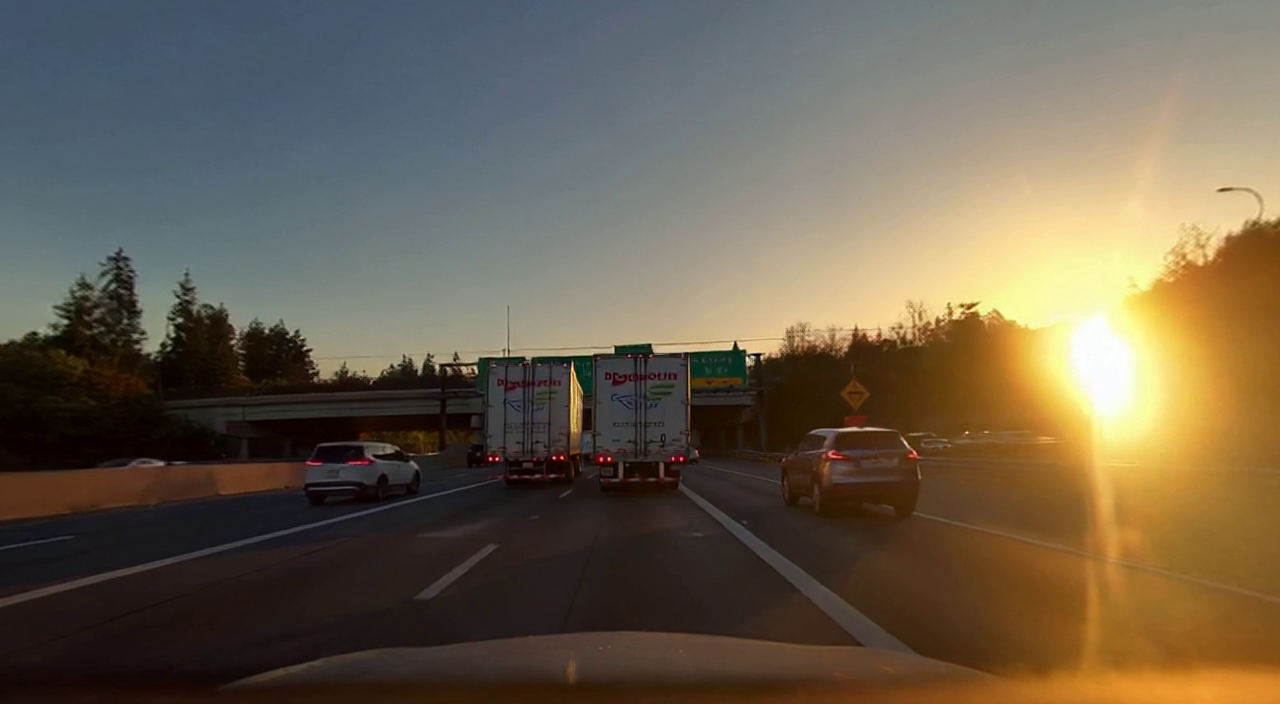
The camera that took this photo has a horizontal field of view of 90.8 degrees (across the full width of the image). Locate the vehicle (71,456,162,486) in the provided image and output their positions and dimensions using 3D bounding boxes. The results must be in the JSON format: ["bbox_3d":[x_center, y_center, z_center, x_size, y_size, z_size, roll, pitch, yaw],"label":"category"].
[{"bbox_3d":[-28.055,6.352,33.986,1.708,1.448,3.699,0,-9,-1],"label":"vehicle"}]

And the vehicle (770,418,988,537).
[{"bbox_3d":[4.051,2.222,11.803,2.136,1.753,4.644,0,-9,-2],"label":"vehicle"}]

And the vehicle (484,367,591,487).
[{"bbox_3d":[-3.936,3.392,27.331,2.888,4.154,10.960,0,-9,-1],"label":"vehicle"}]

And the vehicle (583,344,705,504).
[{"bbox_3d":[0.039,2.436,20.135,2.910,3.828,9.805,0,-9,-1],"label":"vehicle"}]

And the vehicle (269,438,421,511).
[{"bbox_3d":[-7.712,3.208,17.111,2.017,1.694,4.420,0,-9,-1],"label":"vehicle"}]
